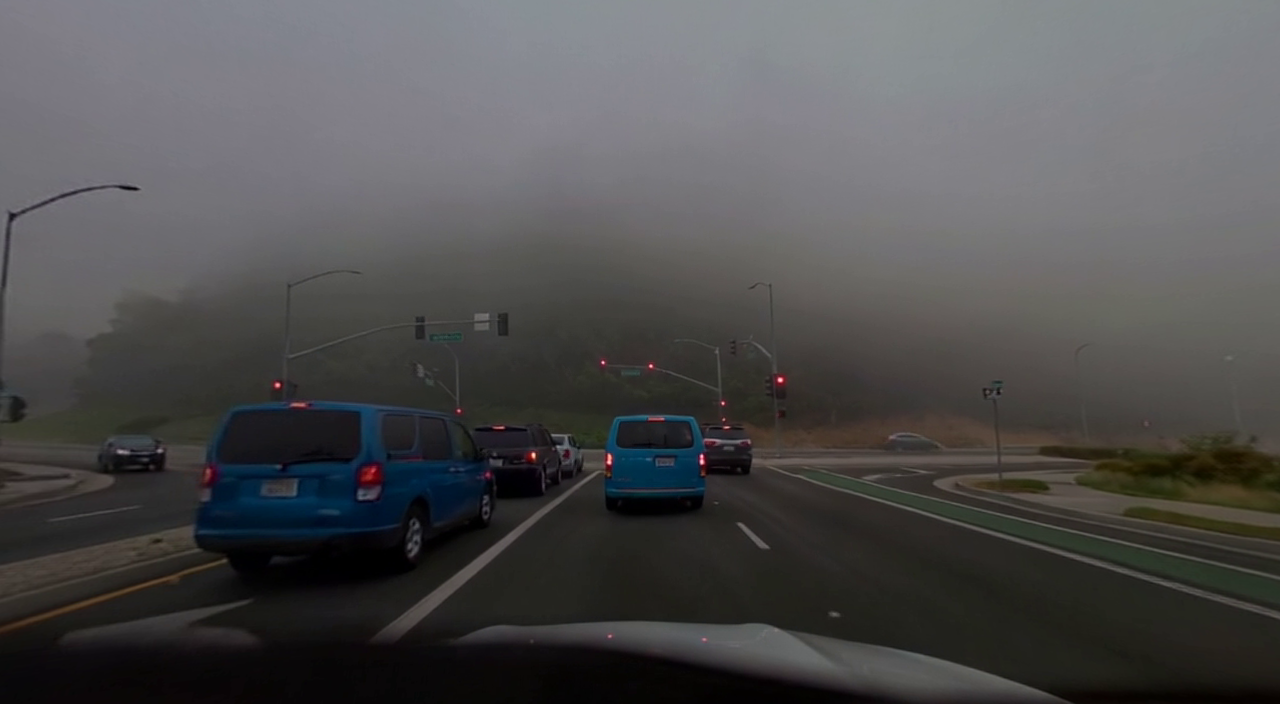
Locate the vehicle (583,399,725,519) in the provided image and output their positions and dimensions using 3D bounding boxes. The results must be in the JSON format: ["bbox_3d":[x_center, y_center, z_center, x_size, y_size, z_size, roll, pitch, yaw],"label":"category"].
[{"bbox_3d":[0.220,1.970,11.966,2.185,1.822,4.391,0,-8,0],"label":"vehicle"}]

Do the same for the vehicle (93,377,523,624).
[{"bbox_3d":[-2.849,1.413,6.932,2.131,1.783,4.540,0,-8,2],"label":"vehicle"}]

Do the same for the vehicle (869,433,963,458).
[{"bbox_3d":[16.263,5.525,37.245,4.696,1.461,1.810,0,-8,-1],"label":"vehicle"}]

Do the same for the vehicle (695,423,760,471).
[{"bbox_3d":[3.180,3.549,23.614,1.817,1.662,3.843,0,-8,-1],"label":"vehicle"}]
